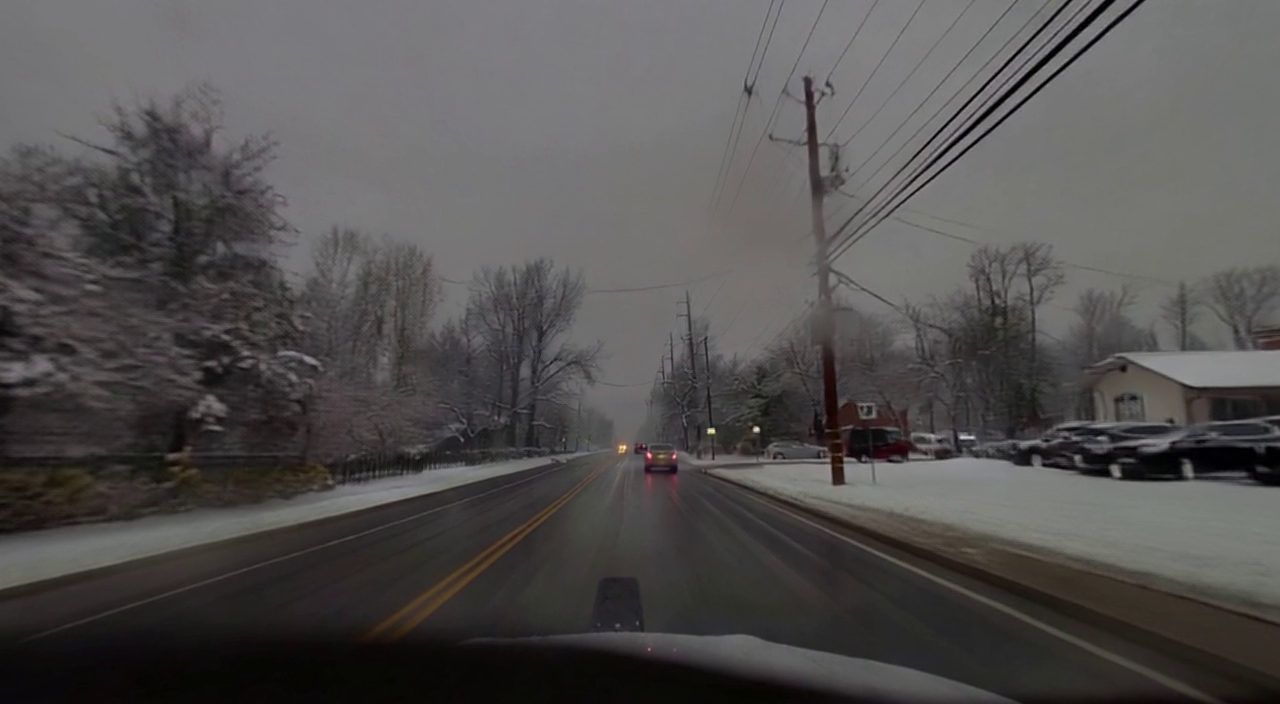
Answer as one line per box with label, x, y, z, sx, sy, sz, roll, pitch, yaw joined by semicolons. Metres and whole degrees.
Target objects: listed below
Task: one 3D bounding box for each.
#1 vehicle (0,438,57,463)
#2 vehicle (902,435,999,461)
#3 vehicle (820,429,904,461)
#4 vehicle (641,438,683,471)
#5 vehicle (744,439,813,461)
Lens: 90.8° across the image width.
vehicle;-40.585;6.339;40.747;4.127;1.528;1.708;-1;-8;0
vehicle;19.260;5.990;39.334;4.869;1.477;2.076;-1;-9;2
vehicle;14.686;6.183;41.966;4.635;2.026;2.258;1;-9;-11
vehicle;1.037;5.131;31.769;1.975;1.497;3.647;0;-9;0
vehicle;9.894;7.043;45.387;4.511;1.473;1.962;1;-8;-2
